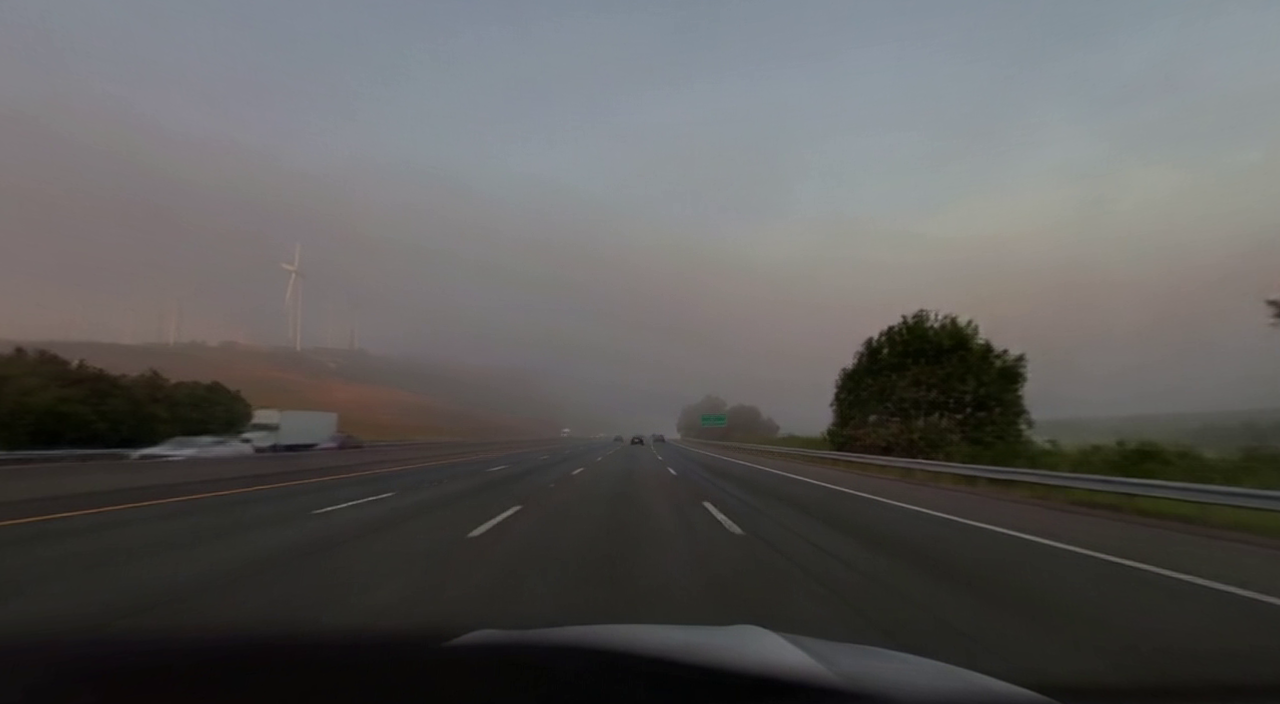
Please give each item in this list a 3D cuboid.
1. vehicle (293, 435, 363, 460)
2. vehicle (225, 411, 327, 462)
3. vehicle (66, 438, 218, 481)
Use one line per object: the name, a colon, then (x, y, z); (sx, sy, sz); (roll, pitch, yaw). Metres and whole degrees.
vehicle: (-19.367, 5.920, 39.335); (2.137, 1.475, 4.218); (0, -8, 1)
vehicle: (-22.957, 5.382, 40.149); (2.568, 2.988, 6.326); (0, -8, 1)
vehicle: (-19.485, 4.193, 24.995); (2.037, 1.497, 4.828); (0, -8, 1)
